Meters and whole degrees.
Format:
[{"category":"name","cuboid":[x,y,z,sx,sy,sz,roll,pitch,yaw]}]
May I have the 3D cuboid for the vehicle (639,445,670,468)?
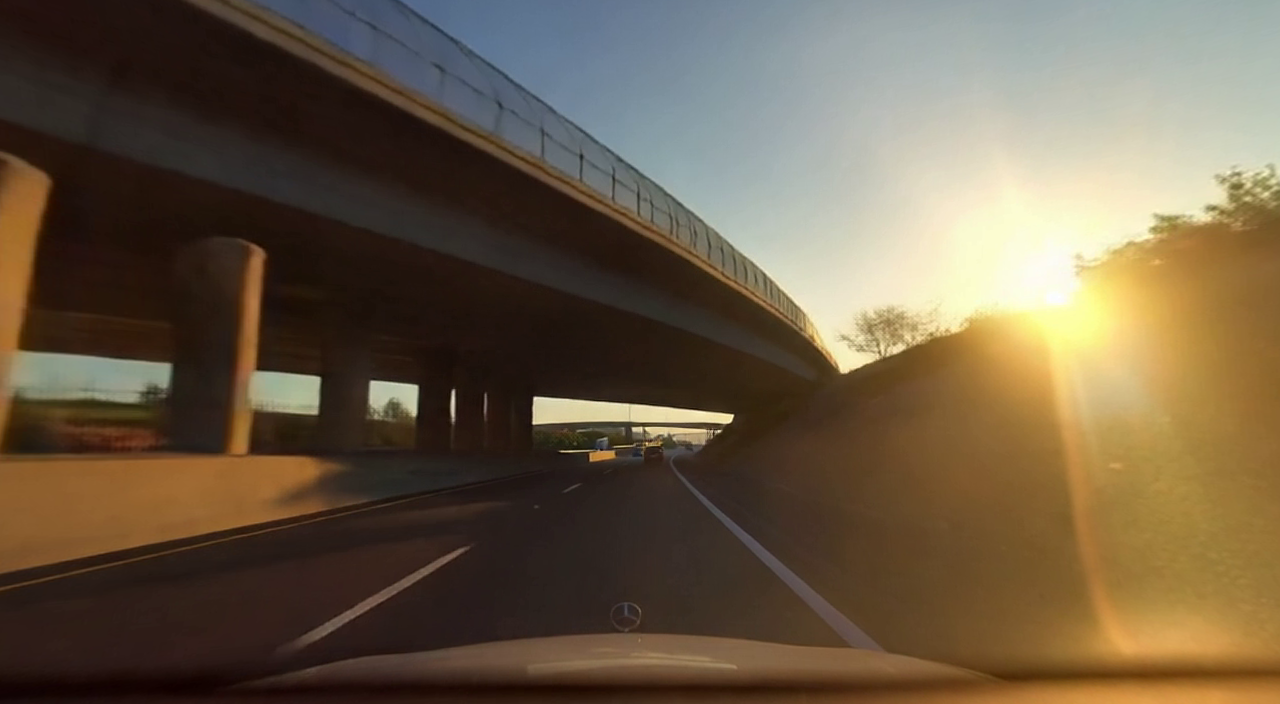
[{"category":"vehicle","cuboid":[1.133,7.844,47.367,2.221,1.603,4.149,0,-9,2]}]
